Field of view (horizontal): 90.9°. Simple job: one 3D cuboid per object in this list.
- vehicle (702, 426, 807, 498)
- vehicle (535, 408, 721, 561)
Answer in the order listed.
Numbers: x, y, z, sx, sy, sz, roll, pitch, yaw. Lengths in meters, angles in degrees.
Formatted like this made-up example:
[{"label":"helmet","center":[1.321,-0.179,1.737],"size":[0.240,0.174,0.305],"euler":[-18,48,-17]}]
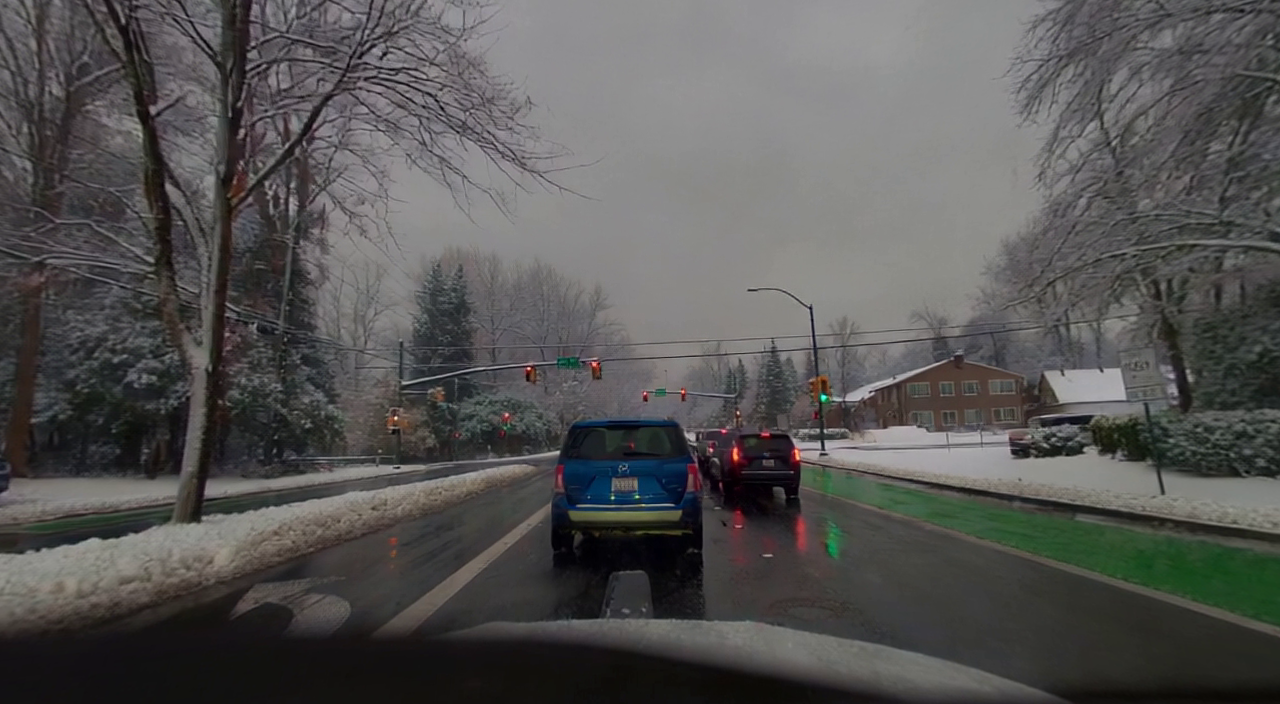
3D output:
[{"label":"vehicle","center":[3.161,3.167,18.469],"size":[2.189,1.815,4.495],"euler":[0,-8,-1]},{"label":"vehicle","center":[-0.126,1.802,9.226],"size":[2.109,1.730,3.963],"euler":[0,-8,0]}]
